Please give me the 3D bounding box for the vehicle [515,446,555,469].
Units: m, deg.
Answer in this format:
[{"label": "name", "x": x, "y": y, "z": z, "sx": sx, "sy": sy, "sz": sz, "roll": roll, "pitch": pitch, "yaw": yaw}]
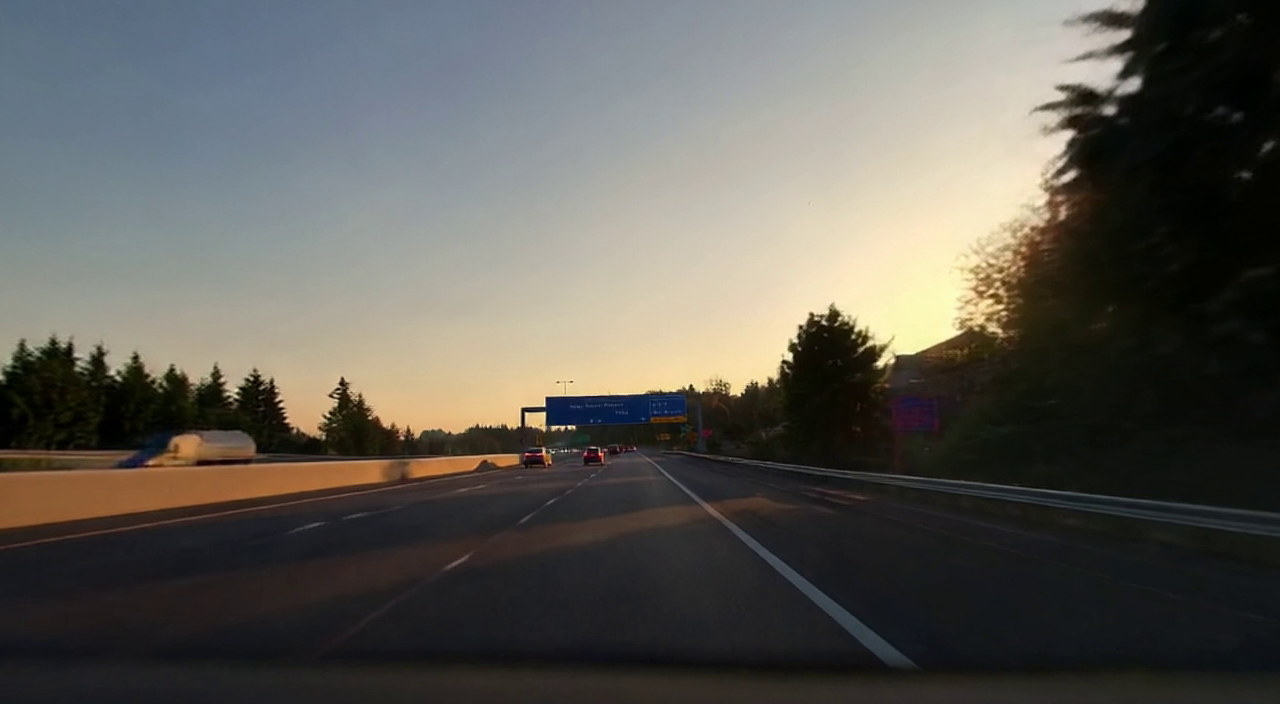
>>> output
[{"label": "vehicle", "x": -7.494, "y": 7.602, "z": 45.541, "sx": 2.098, "sy": 1.606, "sz": 4.227, "roll": 0, "pitch": -9, "yaw": 1}]
